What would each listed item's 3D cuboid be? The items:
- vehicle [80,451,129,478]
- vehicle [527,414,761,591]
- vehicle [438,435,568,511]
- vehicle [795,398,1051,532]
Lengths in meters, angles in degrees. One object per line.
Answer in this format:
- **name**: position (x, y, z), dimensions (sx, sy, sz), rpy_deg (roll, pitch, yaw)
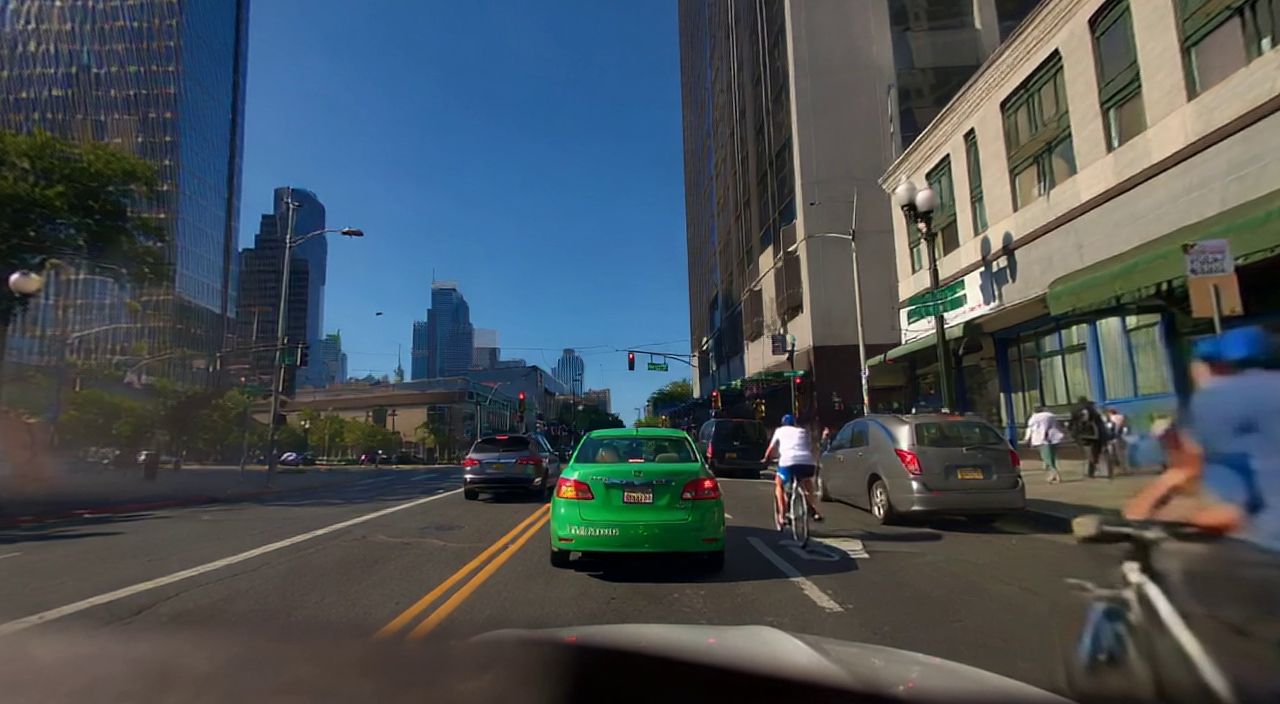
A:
- **vehicle**: position (-37.994, 7.921, 44.672), dimensions (2.264, 1.722, 4.721), rpy_deg (7, -12, -42)
- **vehicle**: position (0.012, 1.655, 7.735), dimensions (2.091, 1.557, 4.000), rpy_deg (0, -9, -1)
- **vehicle**: position (-2.944, 2.707, 14.626), dimensions (2.039, 1.452, 4.489), rpy_deg (0, -9, -1)
- **vehicle**: position (4.508, 1.911, 11.136), dimensions (2.142, 1.829, 4.767), rpy_deg (0, -9, -2)
